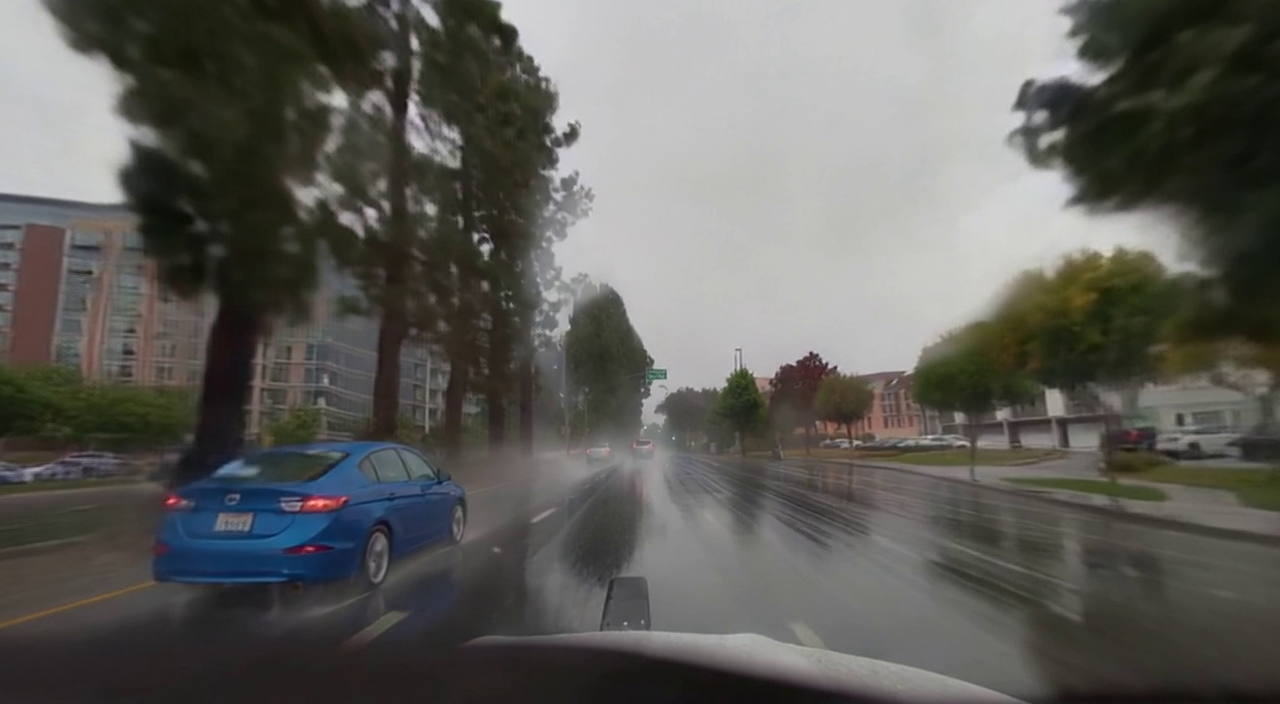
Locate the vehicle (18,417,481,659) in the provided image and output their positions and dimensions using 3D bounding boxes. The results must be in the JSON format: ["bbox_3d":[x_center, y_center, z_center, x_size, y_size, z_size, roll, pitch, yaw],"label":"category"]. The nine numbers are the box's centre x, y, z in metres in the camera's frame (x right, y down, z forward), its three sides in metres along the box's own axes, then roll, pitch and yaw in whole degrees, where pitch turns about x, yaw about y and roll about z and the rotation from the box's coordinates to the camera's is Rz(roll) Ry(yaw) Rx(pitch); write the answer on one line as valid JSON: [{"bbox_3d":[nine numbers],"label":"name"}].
[{"bbox_3d":[-3.344,1.627,6.723,2.009,1.489,4.543,-6,-8,0],"label":"vehicle"}]
